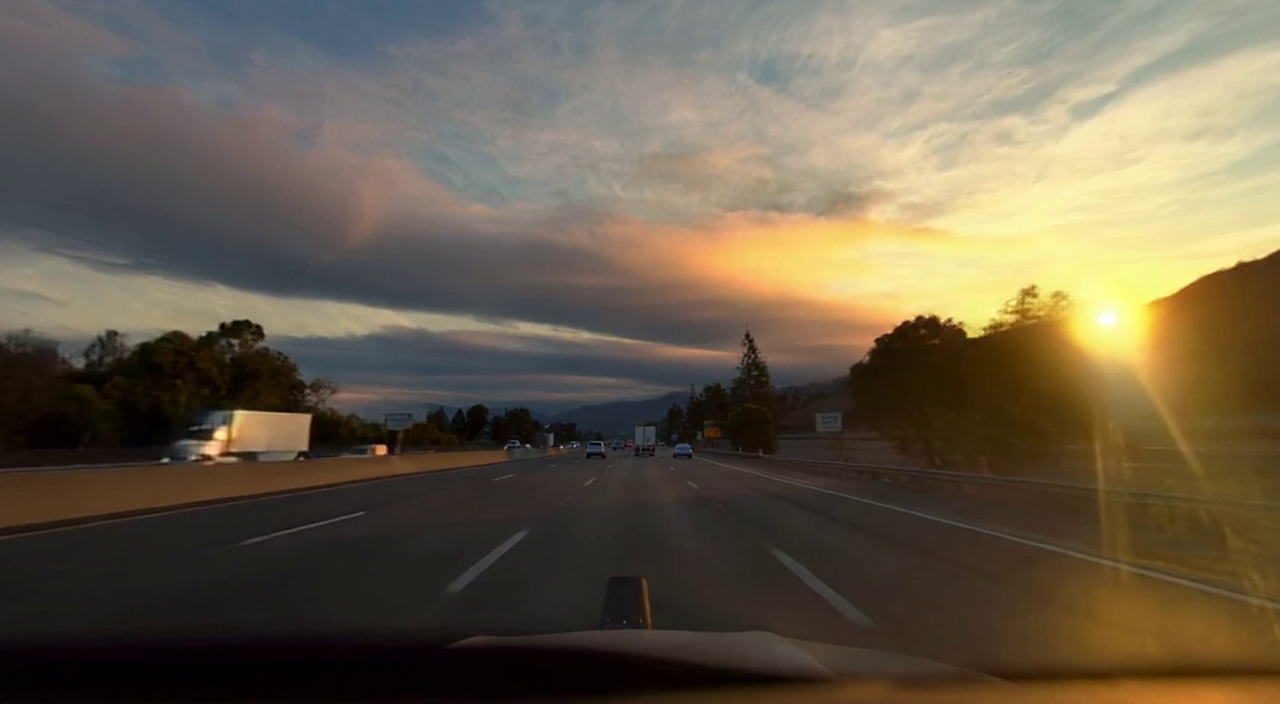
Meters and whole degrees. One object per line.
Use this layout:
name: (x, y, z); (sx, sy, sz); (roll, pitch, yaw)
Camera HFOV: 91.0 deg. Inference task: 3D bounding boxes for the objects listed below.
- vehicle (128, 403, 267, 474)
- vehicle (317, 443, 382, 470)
vehicle: (-23.669, 4.695, 34.142); (2.990, 3.503, 6.029); (0, -8, 0)
vehicle: (-15.641, 5.632, 34.073); (1.777, 1.373, 3.547); (0, -8, 0)
